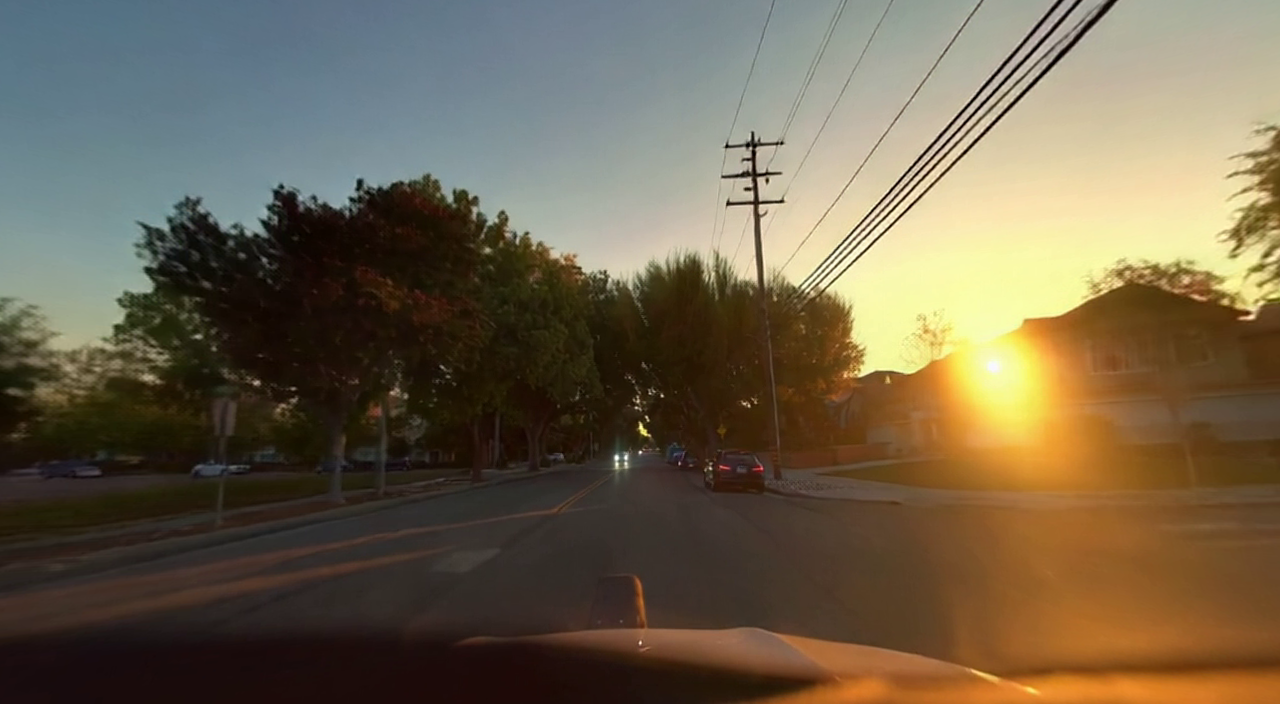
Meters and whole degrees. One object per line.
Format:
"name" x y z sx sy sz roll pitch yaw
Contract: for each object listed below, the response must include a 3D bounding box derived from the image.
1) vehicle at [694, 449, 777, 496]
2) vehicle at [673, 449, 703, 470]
"vehicle" 3.122 4.039 21.632 1.990 1.435 4.526 0 -9 -2
"vehicle" 3.656 8.274 48.667 1.915 1.491 4.642 0 -9 0
